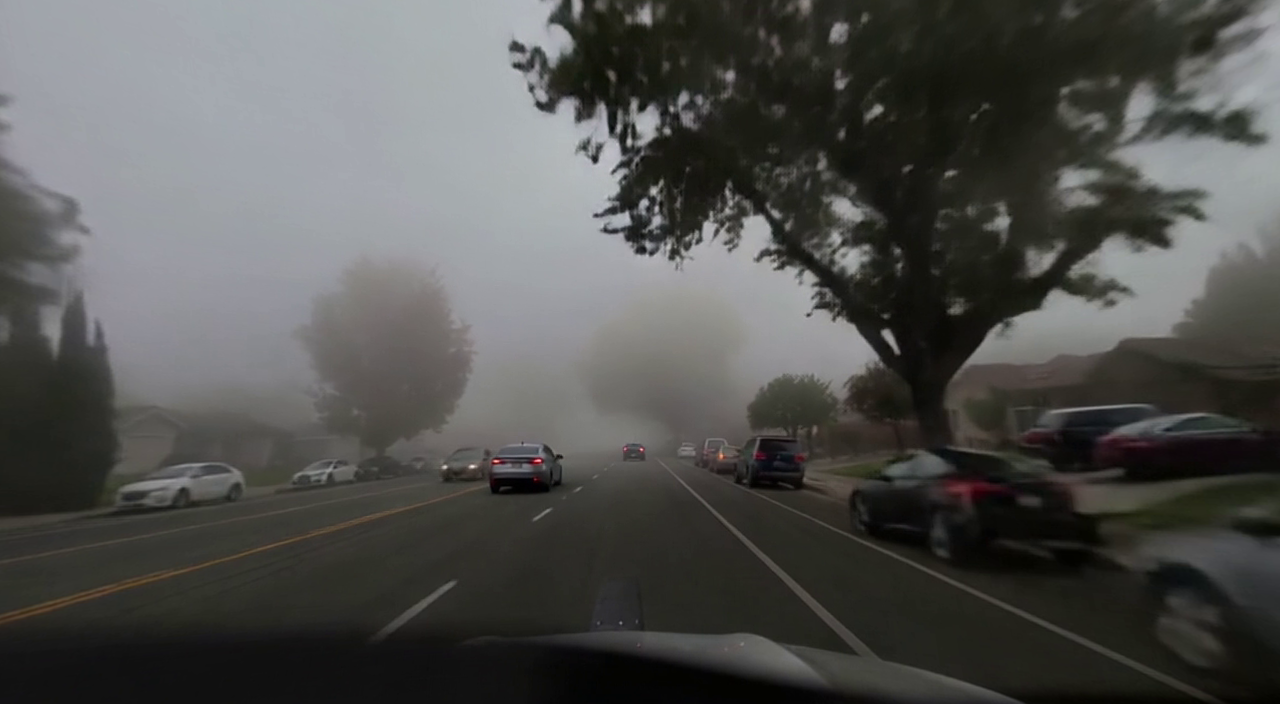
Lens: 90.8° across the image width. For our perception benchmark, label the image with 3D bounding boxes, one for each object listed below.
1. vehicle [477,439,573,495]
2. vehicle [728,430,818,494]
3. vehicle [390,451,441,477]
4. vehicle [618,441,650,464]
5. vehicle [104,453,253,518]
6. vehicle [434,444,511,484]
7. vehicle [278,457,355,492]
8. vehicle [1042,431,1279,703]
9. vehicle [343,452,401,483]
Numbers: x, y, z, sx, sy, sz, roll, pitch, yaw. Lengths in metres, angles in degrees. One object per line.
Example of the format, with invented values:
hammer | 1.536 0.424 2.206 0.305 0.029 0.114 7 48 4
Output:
vehicle | -3.290 3.402 19.086 2.027 1.477 4.413 0 -8 1
vehicle | 4.075 3.450 20.135 1.943 1.788 4.462 0 -8 1
vehicle | -14.669 7.359 41.519 1.811 1.433 4.564 -6 -9 -2
vehicle | -0.386 6.886 43.446 2.088 1.495 4.048 0 -8 0
vehicle | -14.730 4.223 20.500 1.945 1.613 3.983 -6 -8 -1
vehicle | -6.713 4.525 25.865 1.944 1.466 4.487 0 -8 0
vehicle | -14.849 5.617 29.217 1.626 1.439 3.682 0 -8 0
vehicle | 4.316 1.097 2.905 1.944 1.470 4.530 0 -8 0
vehicle | -14.547 6.307 34.454 1.681 1.419 3.859 -5 -10 -4
